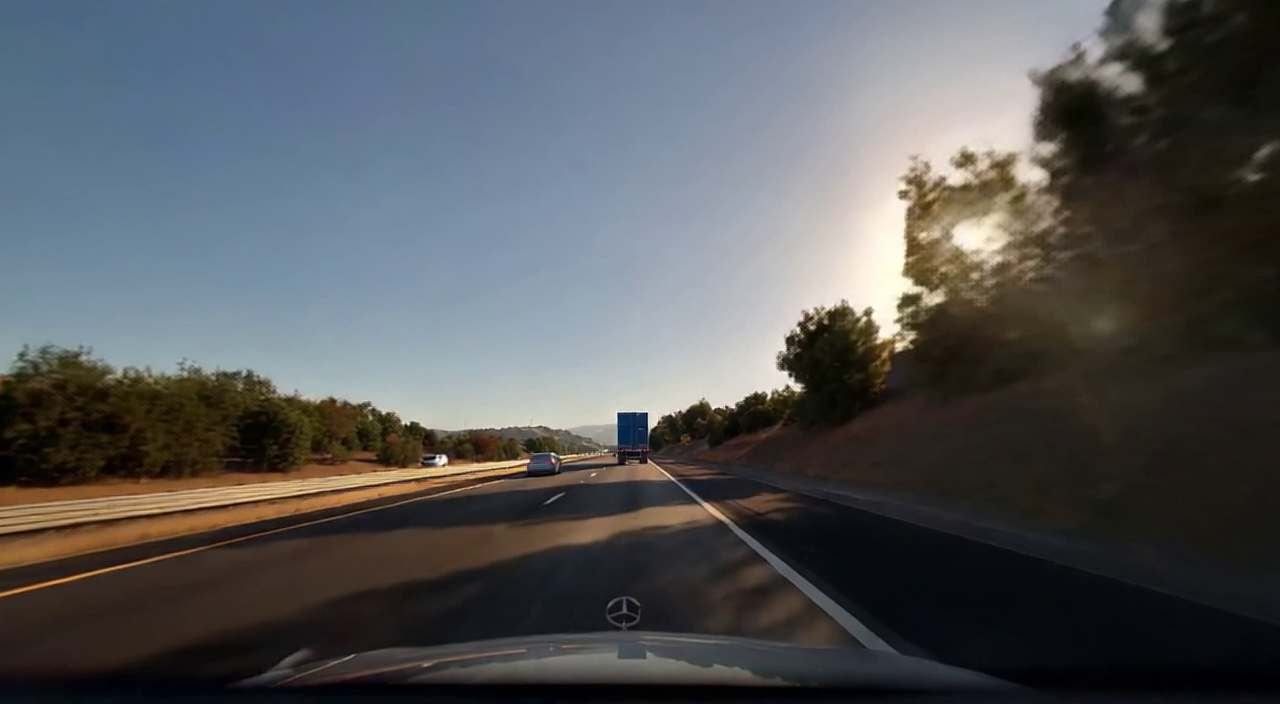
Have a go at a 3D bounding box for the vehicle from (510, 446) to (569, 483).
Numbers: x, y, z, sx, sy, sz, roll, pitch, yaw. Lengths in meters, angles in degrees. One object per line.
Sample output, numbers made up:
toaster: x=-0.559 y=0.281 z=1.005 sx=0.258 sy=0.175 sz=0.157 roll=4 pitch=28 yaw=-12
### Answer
vehicle: x=-4.424 y=5.019 z=28.438 sx=1.978 sy=1.507 sz=4.062 roll=0 pitch=-9 yaw=1
